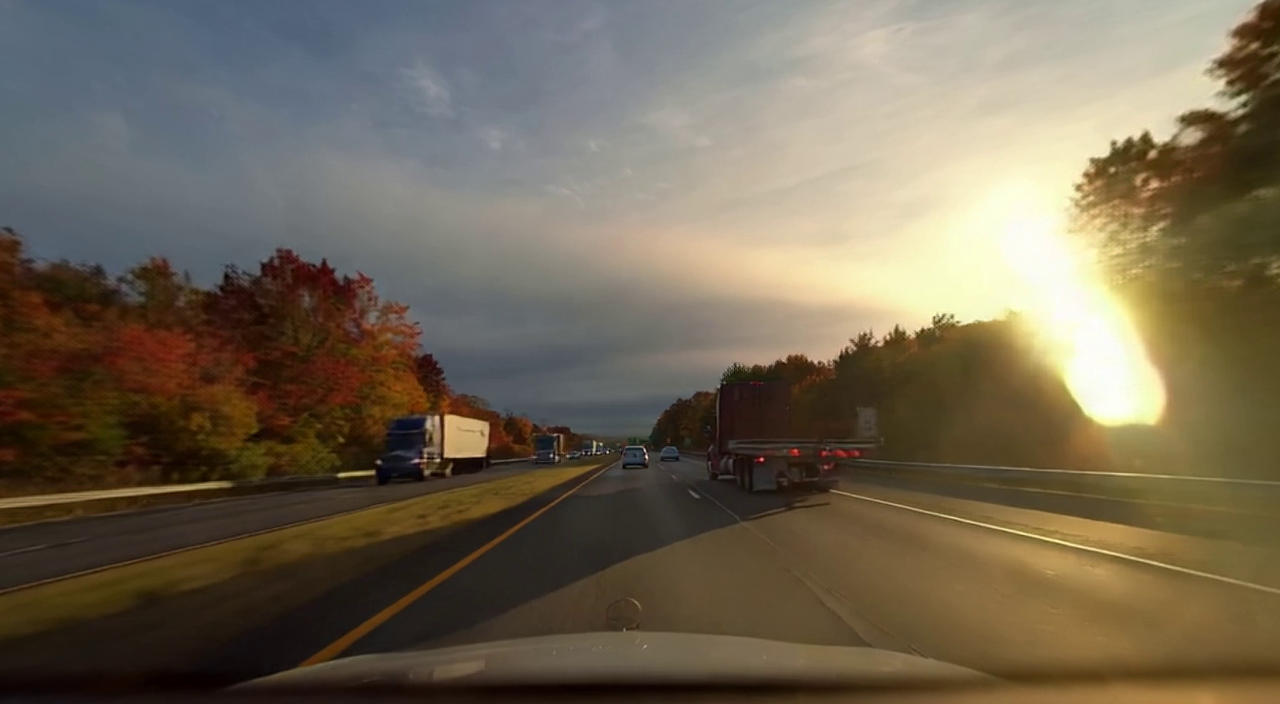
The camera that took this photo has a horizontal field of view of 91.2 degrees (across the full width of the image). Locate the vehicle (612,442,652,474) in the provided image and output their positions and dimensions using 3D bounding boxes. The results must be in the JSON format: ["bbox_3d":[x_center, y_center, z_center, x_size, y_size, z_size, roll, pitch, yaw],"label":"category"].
[{"bbox_3d":[-0.480,6.022,35.912,2.151,1.693,4.201,0,-9,-1],"label":"vehicle"}]

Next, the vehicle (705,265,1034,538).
[{"bbox_3d":[4.041,1.702,16.116,3.068,4.042,13.787,0,-9,-1],"label":"vehicle"}]

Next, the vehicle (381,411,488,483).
[{"bbox_3d":[-13.647,6.577,43.493,2.954,4.145,13.980,0,-9,-1],"label":"vehicle"}]
